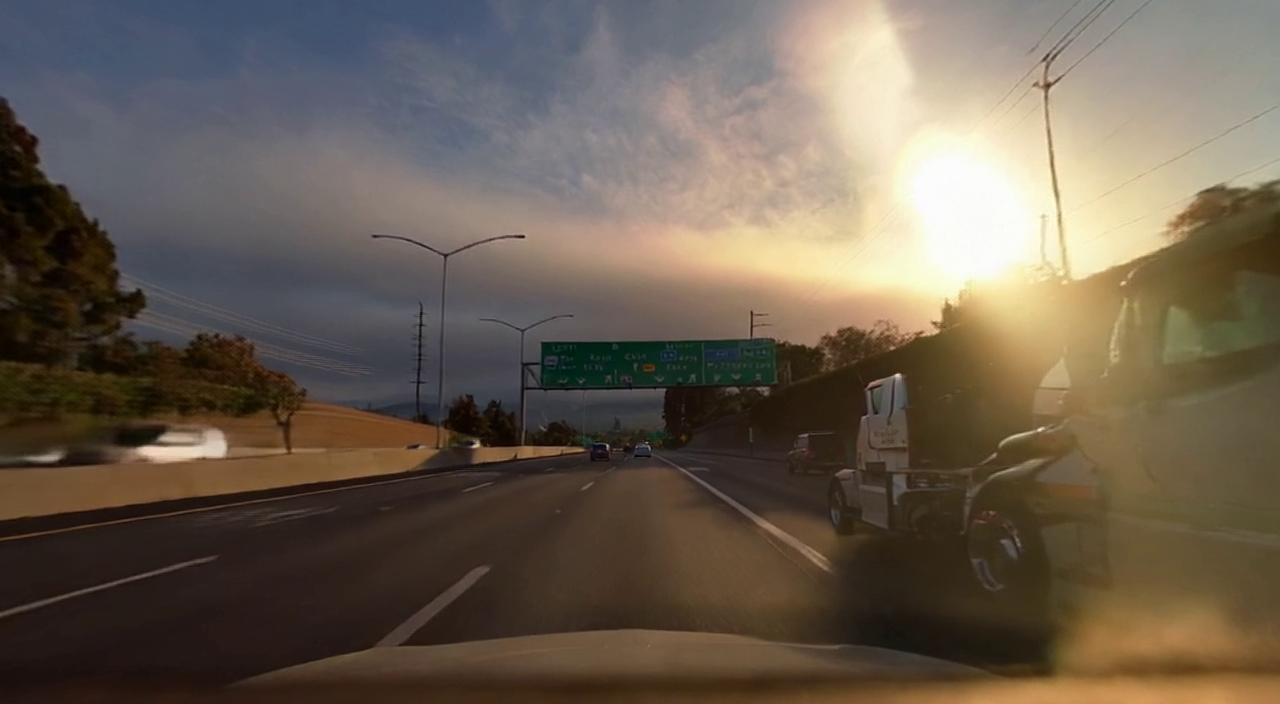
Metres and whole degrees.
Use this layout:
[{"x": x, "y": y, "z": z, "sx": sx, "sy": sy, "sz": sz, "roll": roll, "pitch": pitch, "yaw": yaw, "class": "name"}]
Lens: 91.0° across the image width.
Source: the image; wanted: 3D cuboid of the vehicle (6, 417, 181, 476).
[{"x": -14.526, "y": 2.543, "z": 17.024, "sx": 1.553, "sy": 1.422, "sz": 3.461, "roll": 0, "pitch": -8, "yaw": 1, "class": "vehicle"}]

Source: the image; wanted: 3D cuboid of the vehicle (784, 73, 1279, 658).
[{"x": 4.047, "y": 0.494, "z": 7.915, "sx": 3.042, "sy": 4.037, "sz": 7.253, "roll": 0, "pitch": -8, "yaw": 3, "class": "vehicle"}]
